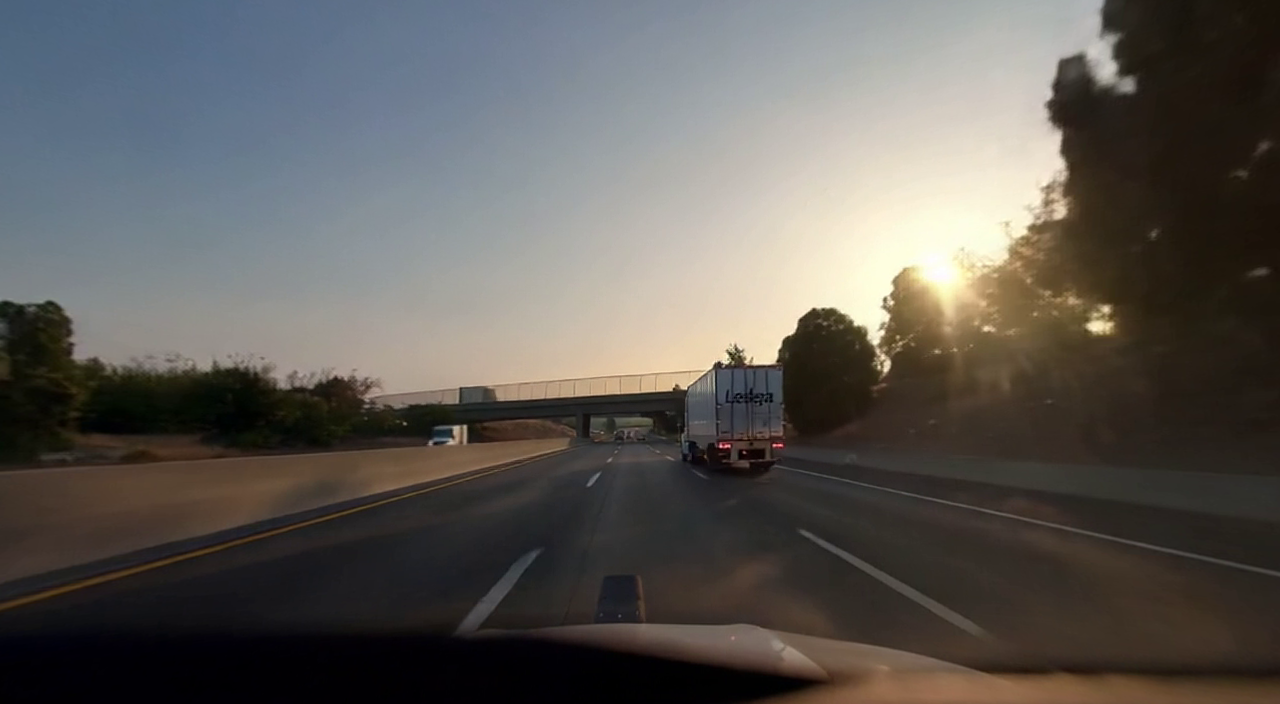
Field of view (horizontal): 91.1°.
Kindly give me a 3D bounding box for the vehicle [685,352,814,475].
[{"bbox_3d":[4.079,2.960,27.684,2.920,4.029,13.900,0,-8,-1],"label":"vehicle"}]
